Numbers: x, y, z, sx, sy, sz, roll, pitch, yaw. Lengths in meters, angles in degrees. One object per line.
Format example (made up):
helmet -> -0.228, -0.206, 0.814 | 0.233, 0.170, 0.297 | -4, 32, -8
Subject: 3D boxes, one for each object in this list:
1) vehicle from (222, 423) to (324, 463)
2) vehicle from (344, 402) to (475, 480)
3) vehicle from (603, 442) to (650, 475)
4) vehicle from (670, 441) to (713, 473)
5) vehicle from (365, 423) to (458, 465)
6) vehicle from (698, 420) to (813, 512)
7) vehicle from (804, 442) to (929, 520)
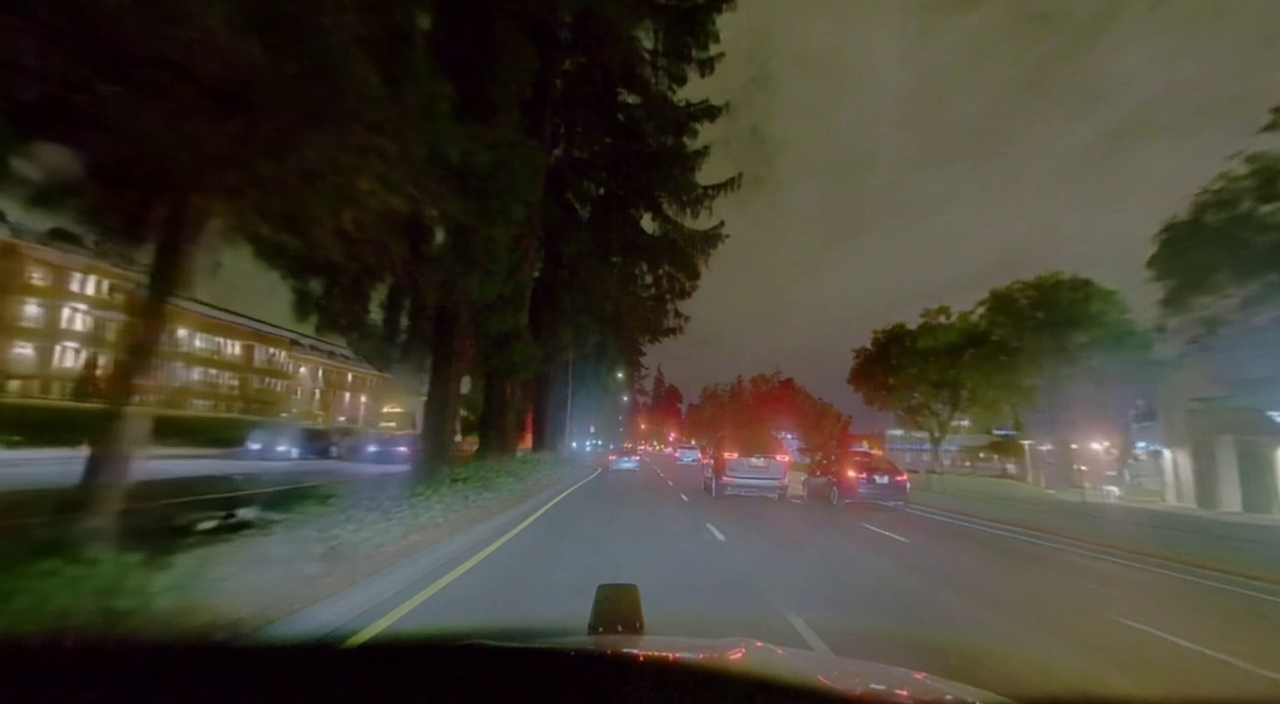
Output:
vehicle -> -15.669, 3.901, 27.257 | 1.770, 1.461, 4.336 | 4, -8, 0
vehicle -> -11.581, 4.360, 33.181 | 2.947, 3.206, 10.111 | 0, -3, 1
vehicle -> -0.624, 5.147, 30.764 | 2.119, 1.460, 3.847 | 0, -9, 0
vehicle -> 2.796, 5.845, 35.374 | 1.922, 1.708, 4.126 | 0, -9, -2
vehicle -> -8.906, 3.652, 25.090 | 1.981, 1.514, 4.323 | 0, -8, 1
vehicle -> 2.814, 2.875, 16.334 | 2.035, 1.940, 4.299 | 3, -9, -1
vehicle -> 6.270, 3.565, 18.010 | 1.913, 1.777, 4.269 | 5, -9, -1
